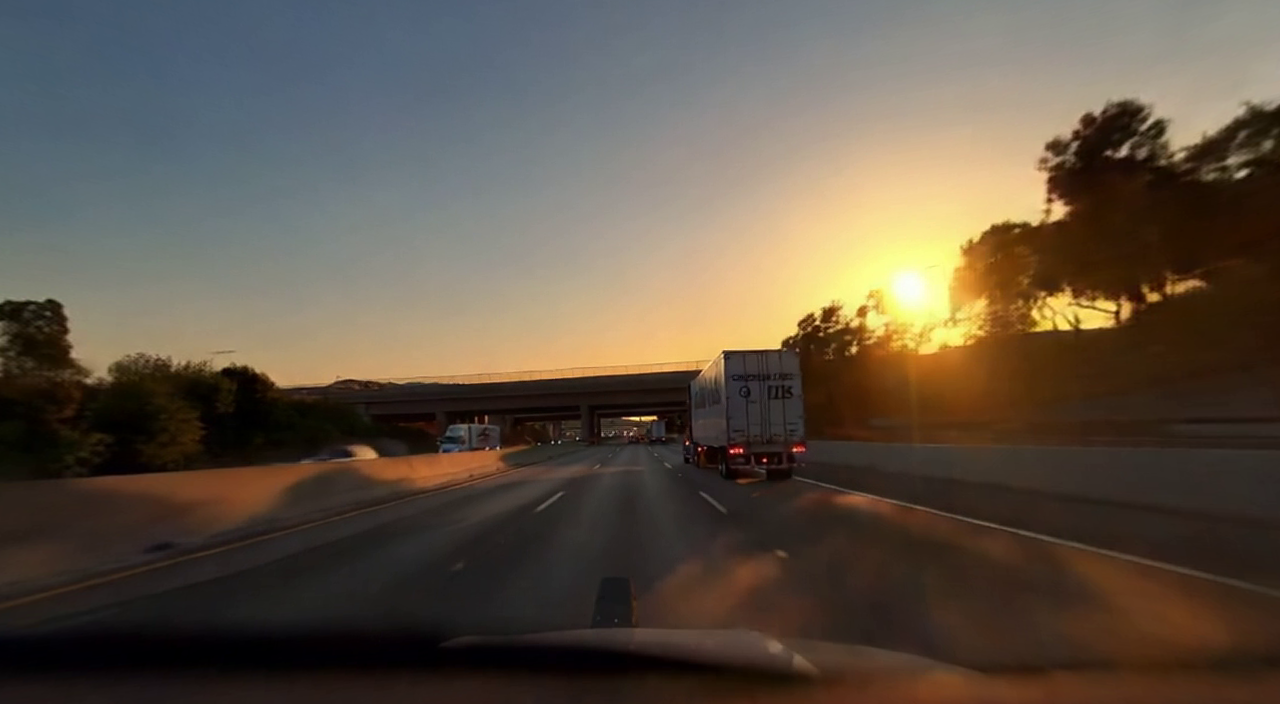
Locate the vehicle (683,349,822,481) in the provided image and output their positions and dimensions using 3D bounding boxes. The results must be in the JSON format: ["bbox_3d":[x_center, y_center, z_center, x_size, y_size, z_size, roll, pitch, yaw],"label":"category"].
[{"bbox_3d":[3.951,2.955,26.816,2.976,4.064,14.619,0,-8,-1],"label":"vehicle"}]

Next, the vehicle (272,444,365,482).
[{"bbox_3d":[-13.542,4.674,26.807,1.901,1.468,3.912,0,-8,0],"label":"vehicle"}]
